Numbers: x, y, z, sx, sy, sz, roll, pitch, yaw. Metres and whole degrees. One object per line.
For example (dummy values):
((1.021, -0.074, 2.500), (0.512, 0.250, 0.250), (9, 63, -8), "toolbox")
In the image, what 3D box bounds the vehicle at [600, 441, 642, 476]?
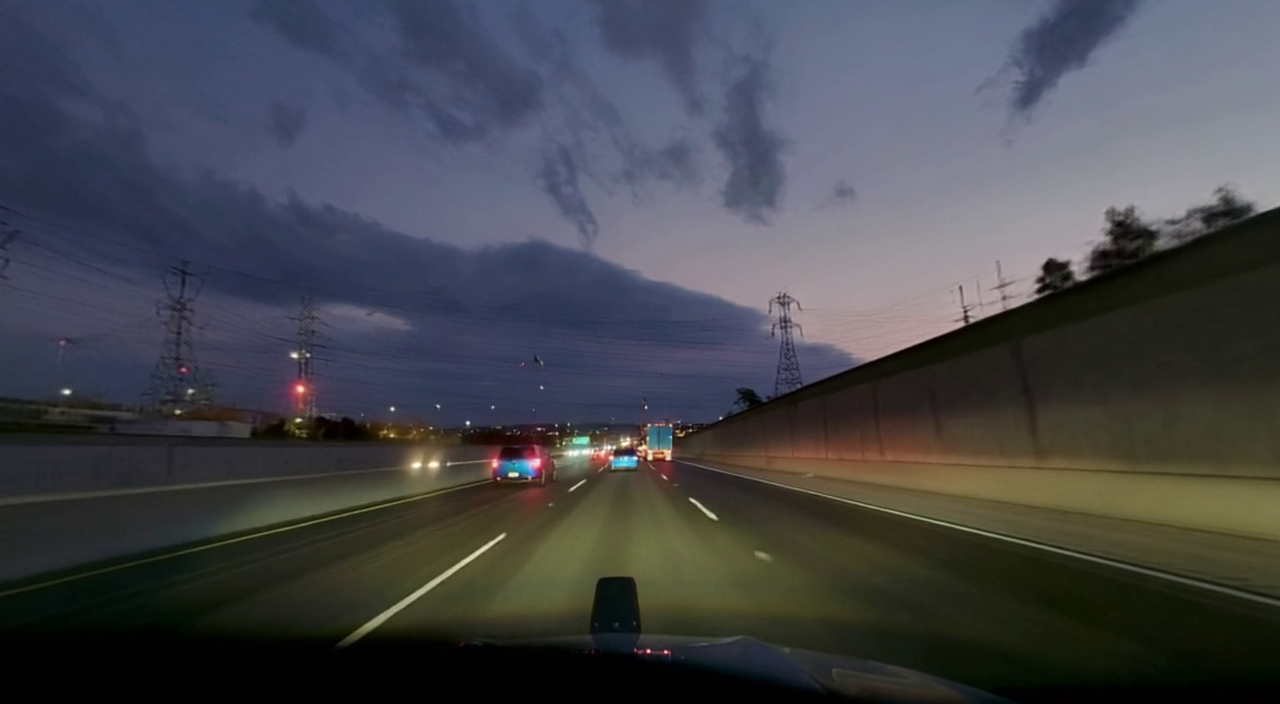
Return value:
((-0.941, 5.456, 32.295), (2.004, 1.615, 4.113), (0, -9, -1), "vehicle")

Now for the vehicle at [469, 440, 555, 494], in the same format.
((-4.060, 3.713, 20.535), (1.987, 1.548, 3.981), (0, -9, 0), "vehicle")
